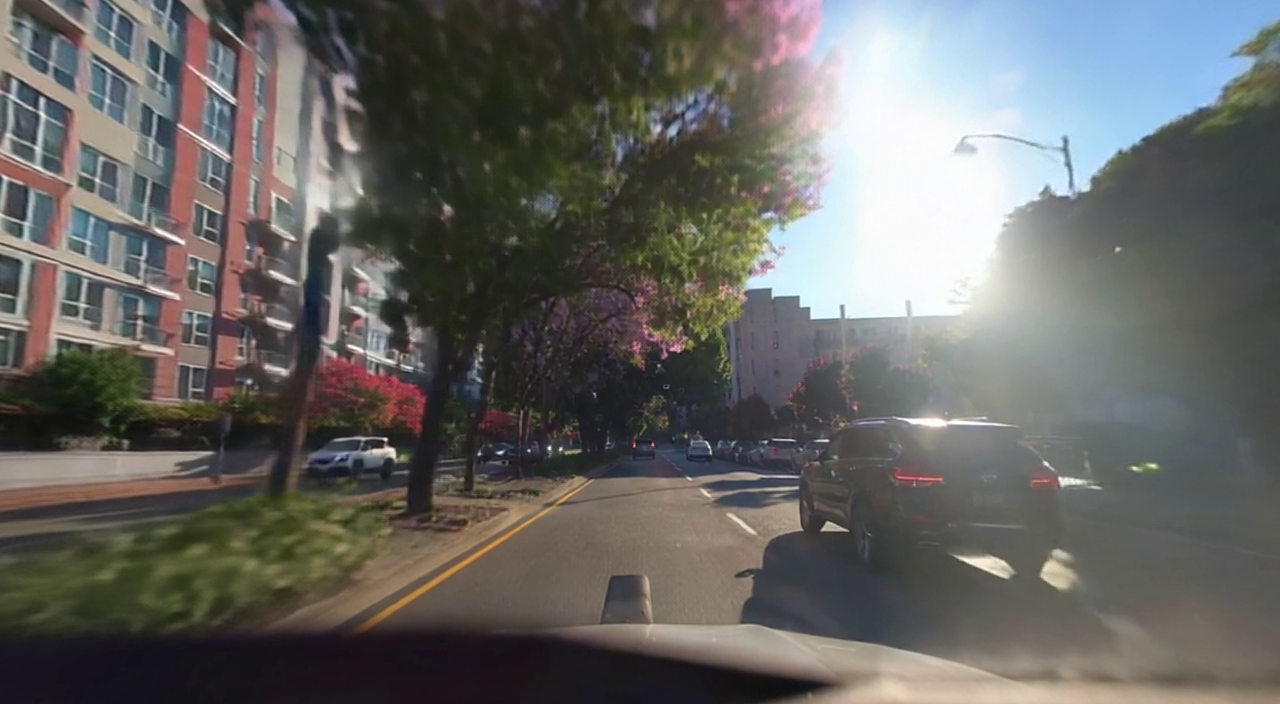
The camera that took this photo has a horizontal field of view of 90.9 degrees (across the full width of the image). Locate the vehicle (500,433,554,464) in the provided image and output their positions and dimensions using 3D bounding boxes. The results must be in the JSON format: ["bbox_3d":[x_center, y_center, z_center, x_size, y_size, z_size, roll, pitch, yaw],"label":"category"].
[{"bbox_3d":[-7.466,6.465,42.208,2.249,1.898,5.815,0,-8,3],"label":"vehicle"}]

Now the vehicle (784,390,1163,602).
[{"bbox_3d":[3.284,1.524,7.563,2.071,1.747,4.549,0,-8,1],"label":"vehicle"}]

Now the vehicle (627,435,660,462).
[{"bbox_3d":[0.297,6.974,45.533,2.244,1.813,4.129,0,-8,2],"label":"vehicle"}]

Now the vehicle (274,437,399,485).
[{"bbox_3d":[-11.845,4.286,25.152,2.191,1.684,5.428,0,-8,1],"label":"vehicle"}]

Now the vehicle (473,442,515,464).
[{"bbox_3d":[-10.989,7.612,47.746,2.053,1.545,4.417,0,-8,1],"label":"vehicle"}]
